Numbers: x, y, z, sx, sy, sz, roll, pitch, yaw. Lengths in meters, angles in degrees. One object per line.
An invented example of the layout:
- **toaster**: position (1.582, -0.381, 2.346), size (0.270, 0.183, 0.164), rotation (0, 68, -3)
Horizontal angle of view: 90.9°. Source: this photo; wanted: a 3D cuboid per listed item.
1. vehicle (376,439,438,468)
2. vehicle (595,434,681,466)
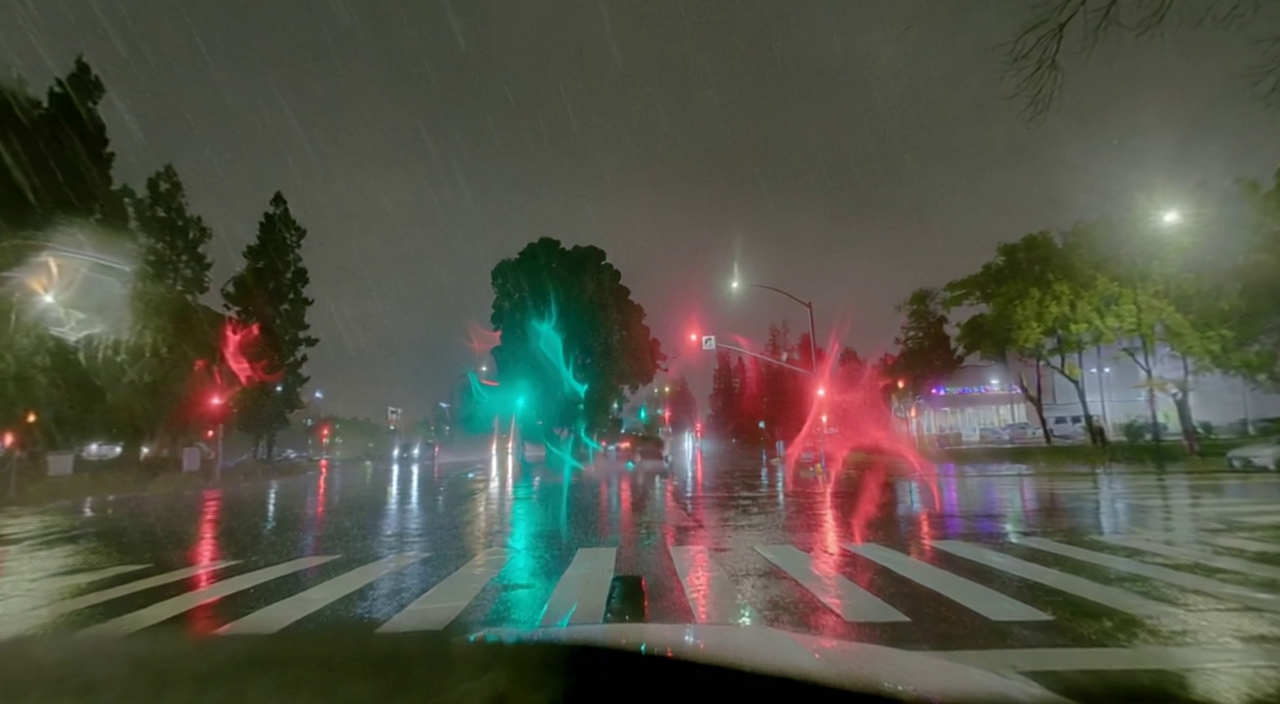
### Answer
- **vehicle**: position (-14.786, 6.449, 40.291), size (2.169, 1.753, 4.640), rotation (0, -8, 0)
- **vehicle**: position (-0.037, 5.000, 32.353), size (2.521, 1.522, 4.418), rotation (-5, -10, 30)
